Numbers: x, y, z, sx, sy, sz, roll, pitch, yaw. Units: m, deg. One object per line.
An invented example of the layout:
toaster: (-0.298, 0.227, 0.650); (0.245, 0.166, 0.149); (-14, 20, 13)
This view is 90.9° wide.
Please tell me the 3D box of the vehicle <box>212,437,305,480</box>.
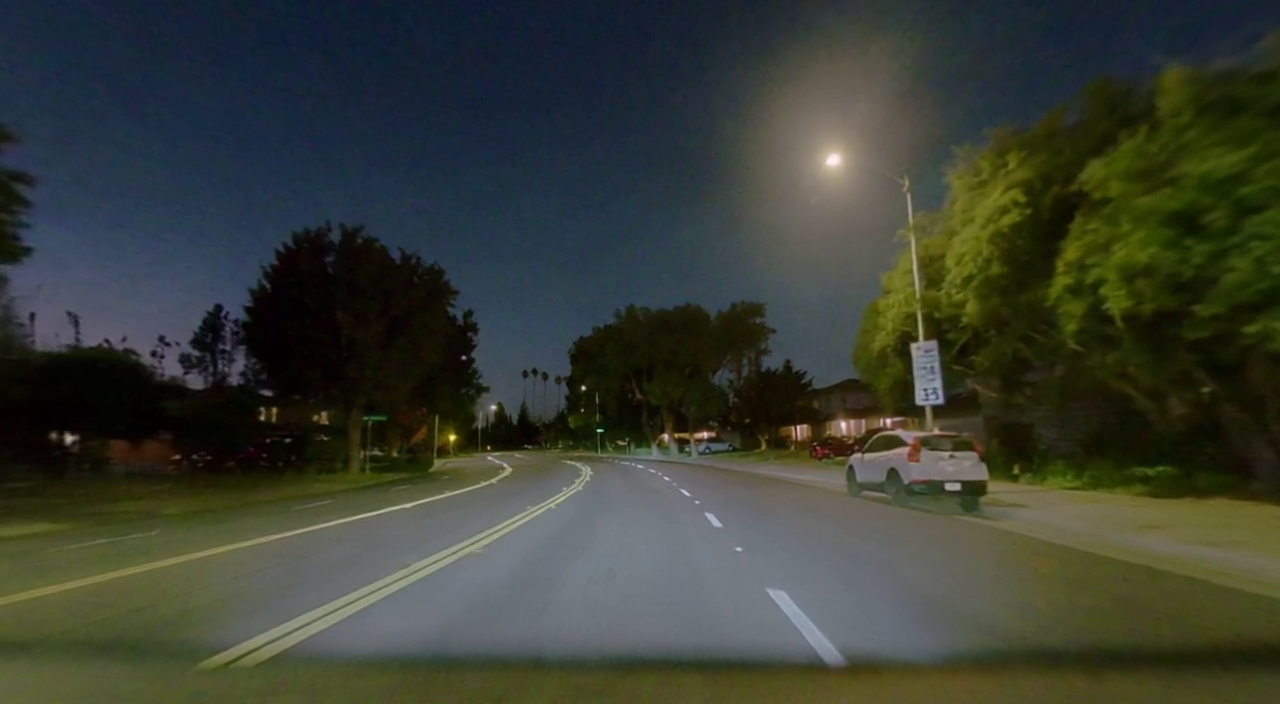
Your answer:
vehicle: (-18.644, 5.191, 31.097); (2.077, 1.948, 4.705); (1, -9, -7)

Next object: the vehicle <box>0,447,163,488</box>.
vehicle: (-21.271, 4.365, 24.011); (4.654, 1.442, 2.155); (-1, -9, 7)

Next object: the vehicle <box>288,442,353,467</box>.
vehicle: (-24.829, 7.941, 49.138); (4.128, 1.861, 1.959); (2, -9, -15)

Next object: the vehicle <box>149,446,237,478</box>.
vehicle: (-21.529, 5.286, 30.530); (1.764, 1.443, 3.941); (2, -9, -8)

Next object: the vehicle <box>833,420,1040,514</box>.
vehicle: (6.749, 2.670, 15.143); (2.315, 1.869, 4.678); (1, -9, -6)
